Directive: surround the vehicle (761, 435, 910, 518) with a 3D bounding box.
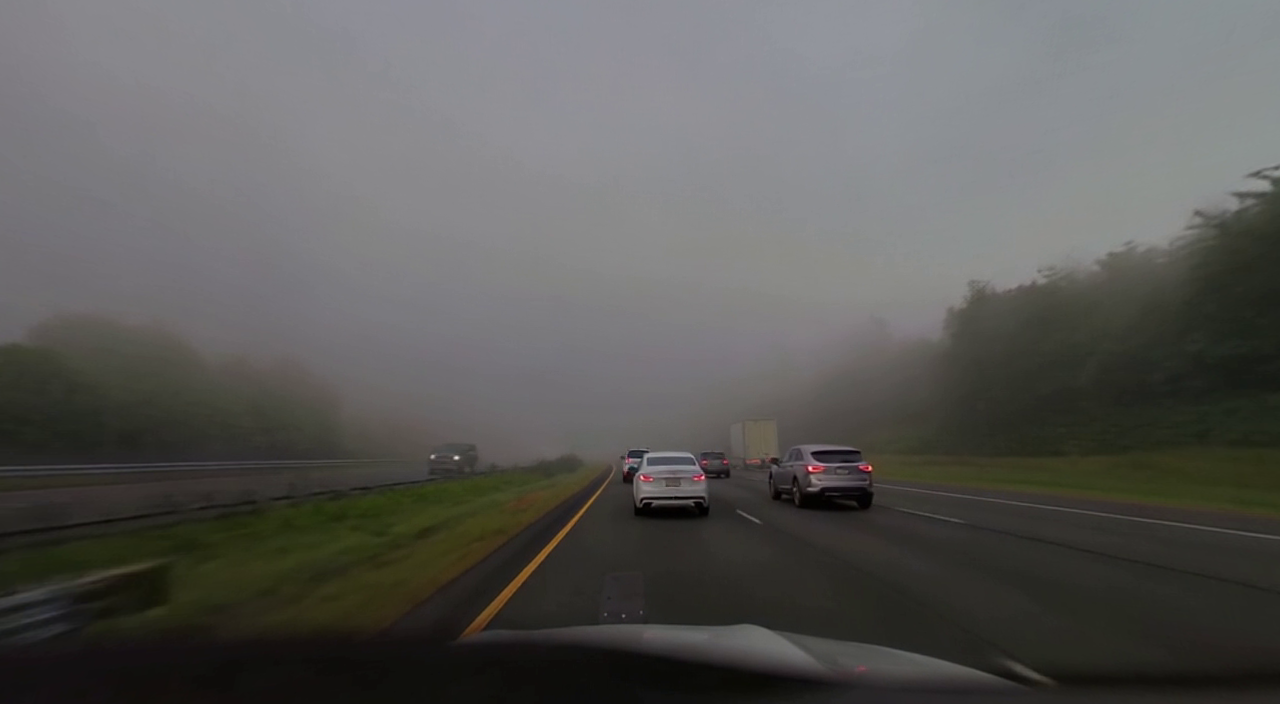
[{"bbox_3d":[4.437,2.907,15.184,1.998,1.657,4.604,0,-9,-1],"label":"vehicle"}]

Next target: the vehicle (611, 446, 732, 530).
[{"bbox_3d":[0.501,2.637,12.757,2.094,1.426,3.725,0,-9,-1],"label":"vehicle"}]

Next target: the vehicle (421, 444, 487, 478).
[{"bbox_3d":[-8.889,5.225,30.430,1.941,1.483,4.061,0,-9,0],"label":"vehicle"}]
